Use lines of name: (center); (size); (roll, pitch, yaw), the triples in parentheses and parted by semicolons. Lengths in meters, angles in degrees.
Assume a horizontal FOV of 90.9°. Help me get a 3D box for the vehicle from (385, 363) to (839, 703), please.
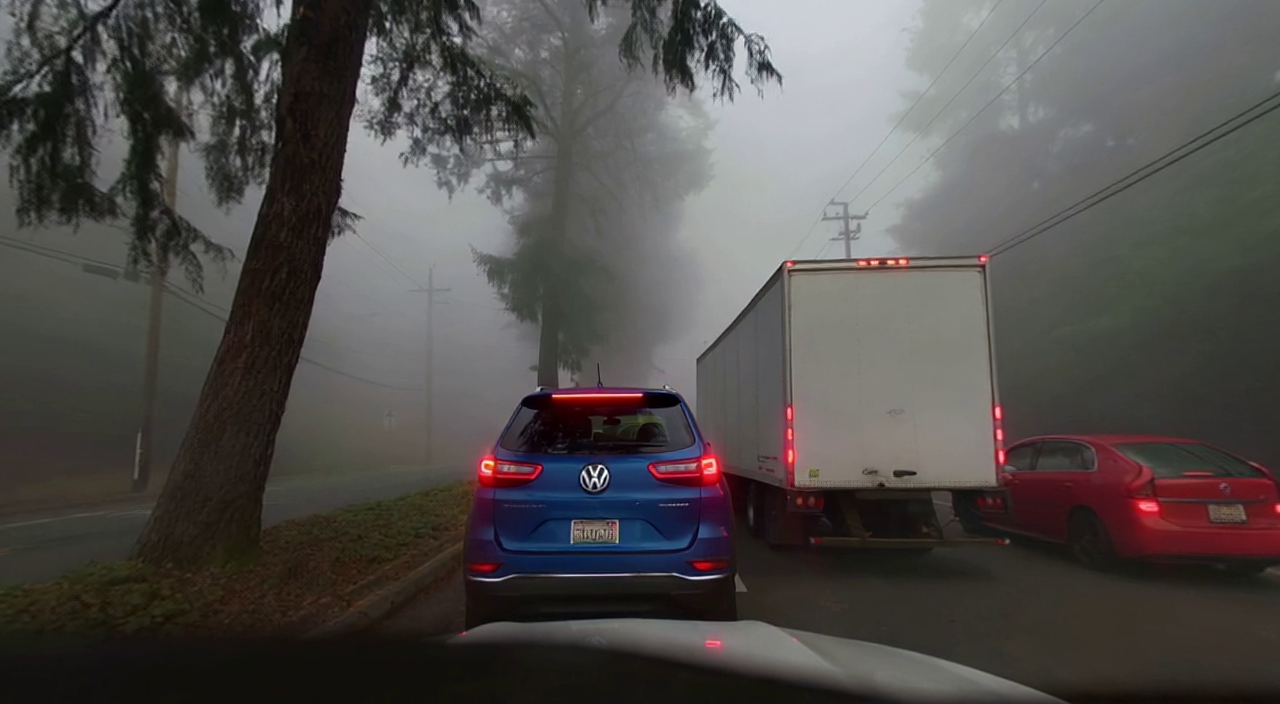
vehicle: (-0.127, 1.224, 5.135); (2.114, 1.732, 4.230); (0, -8, 0)

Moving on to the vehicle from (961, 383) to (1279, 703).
vehicle: (2.831, 0.743, 1.192); (1.971, 1.484, 4.728); (0, -8, 0)

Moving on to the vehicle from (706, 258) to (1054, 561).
vehicle: (3.229, 1.254, 11.817); (2.915, 3.559, 8.848); (0, -8, 0)
